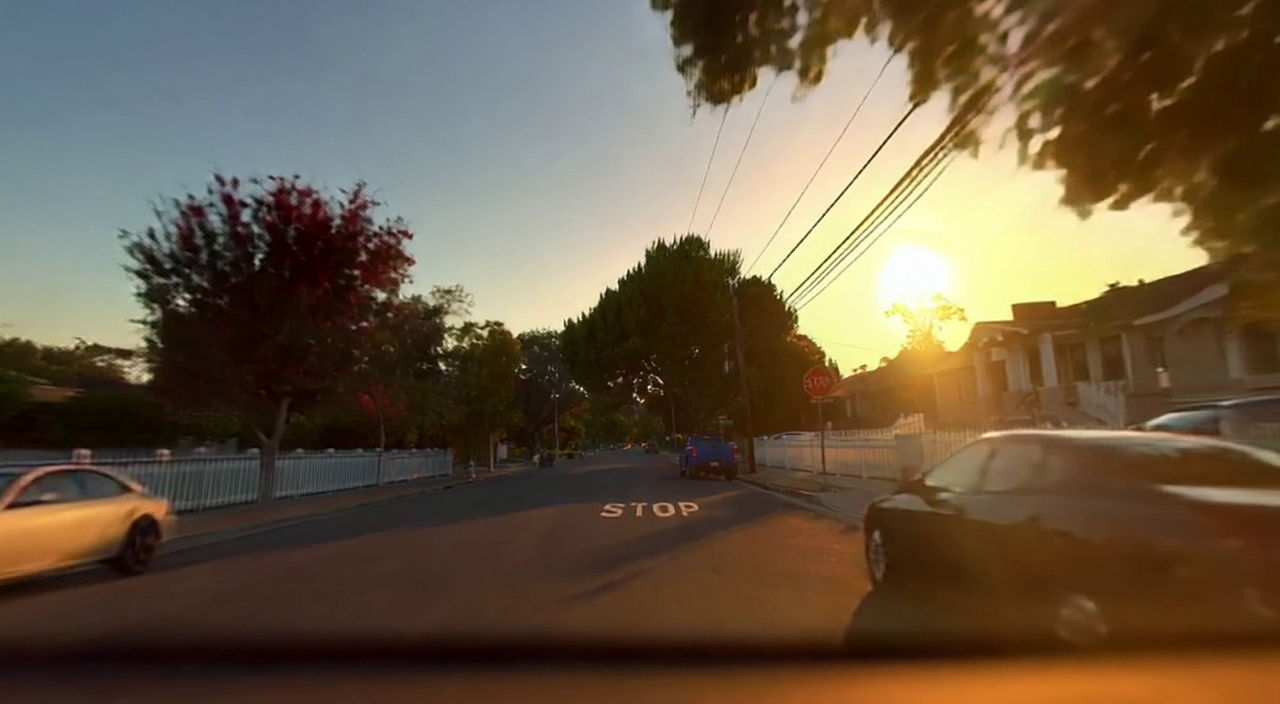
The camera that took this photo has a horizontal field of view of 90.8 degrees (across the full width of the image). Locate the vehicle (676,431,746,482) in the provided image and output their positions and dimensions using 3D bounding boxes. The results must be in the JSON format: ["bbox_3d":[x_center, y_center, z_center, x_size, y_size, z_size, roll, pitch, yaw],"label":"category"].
[{"bbox_3d":[2.701,4.144,25.269,2.126,1.795,4.751,0,-9,-1],"label":"vehicle"}]

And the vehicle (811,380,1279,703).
[{"bbox_3d":[2.966,1.180,4.293,2.185,1.513,4.524,0,-9,-2],"label":"vehicle"}]

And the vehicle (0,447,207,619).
[{"bbox_3d":[-7.162,1.835,6.740,2.125,1.623,4.207,0,-9,-1],"label":"vehicle"}]
